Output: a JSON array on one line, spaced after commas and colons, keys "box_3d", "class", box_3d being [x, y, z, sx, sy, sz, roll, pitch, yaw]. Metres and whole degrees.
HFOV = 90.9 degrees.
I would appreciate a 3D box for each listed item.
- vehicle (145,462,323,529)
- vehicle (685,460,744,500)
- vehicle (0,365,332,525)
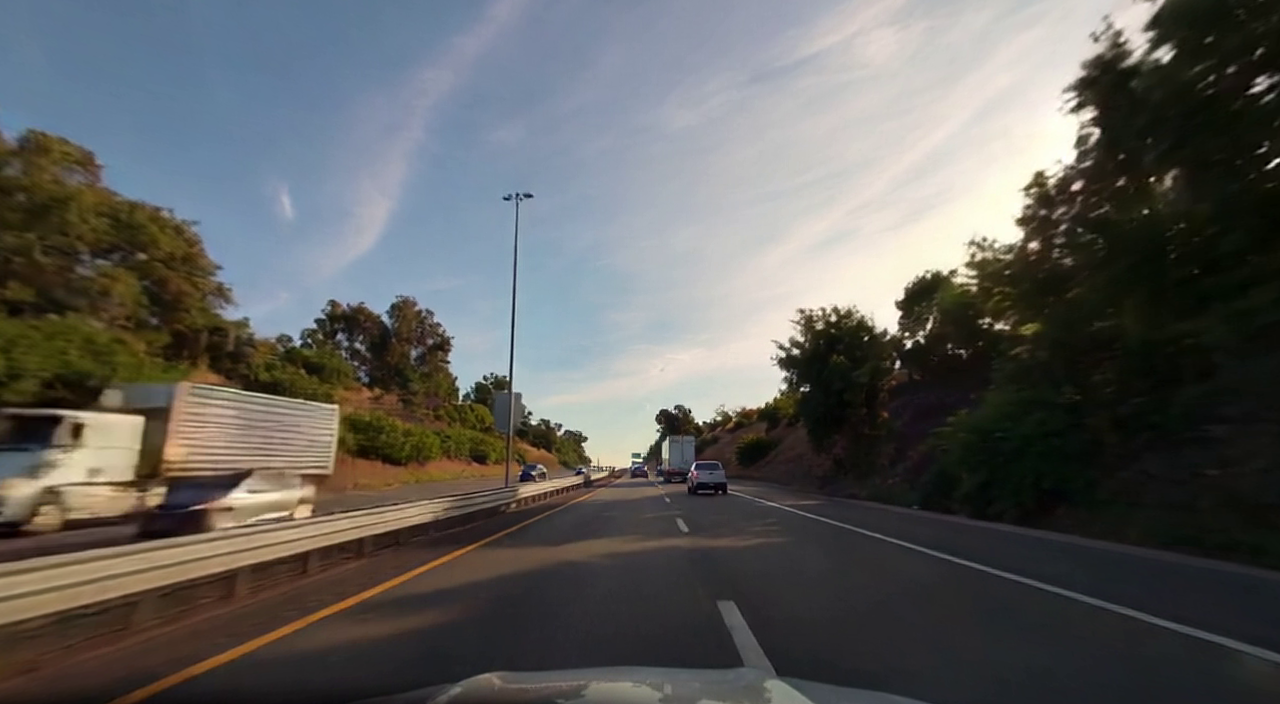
[{"box_3d": [-10.095, 3.581, 16.112, 1.881, 1.438, 3.903, 1, -10, 1], "class": "vehicle"}, {"box_3d": [3.331, 5.836, 28.975, 2.124, 1.662, 4.641, 1, -10, 0], "class": "vehicle"}, {"box_3d": [-14.403, 3.219, 20.870, 2.926, 3.944, 10.427, 1, -10, 1], "class": "vehicle"}]
